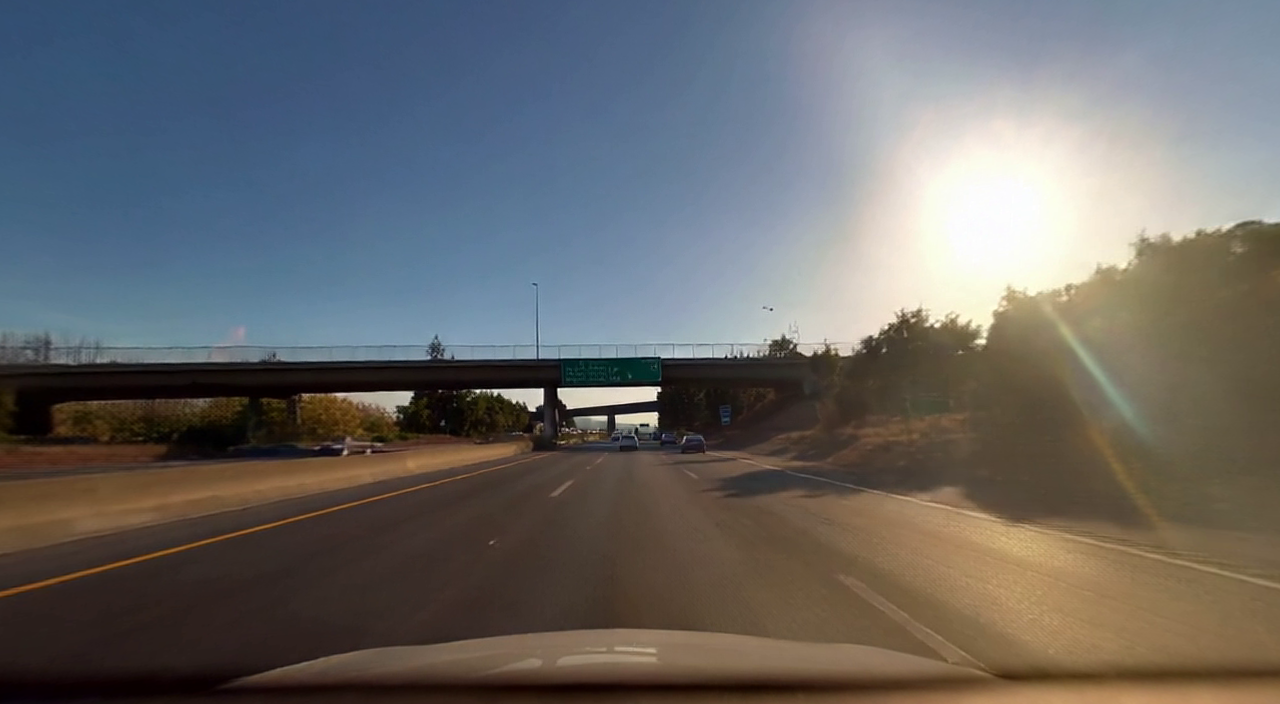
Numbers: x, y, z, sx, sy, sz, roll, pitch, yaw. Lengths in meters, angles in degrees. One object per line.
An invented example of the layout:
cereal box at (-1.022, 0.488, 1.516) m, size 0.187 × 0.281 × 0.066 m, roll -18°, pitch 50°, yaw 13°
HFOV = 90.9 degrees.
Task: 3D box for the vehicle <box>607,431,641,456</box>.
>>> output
vehicle at (-0.952, 5.592, 38.757) m, size 1.987 × 1.440 × 3.565 m, roll 0°, pitch -8°, yaw -1°

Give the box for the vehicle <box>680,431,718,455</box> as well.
vehicle at (3.965, 6.178, 43.028) m, size 2.056 × 1.508 × 4.093 m, roll 0°, pitch -8°, yaw -2°
